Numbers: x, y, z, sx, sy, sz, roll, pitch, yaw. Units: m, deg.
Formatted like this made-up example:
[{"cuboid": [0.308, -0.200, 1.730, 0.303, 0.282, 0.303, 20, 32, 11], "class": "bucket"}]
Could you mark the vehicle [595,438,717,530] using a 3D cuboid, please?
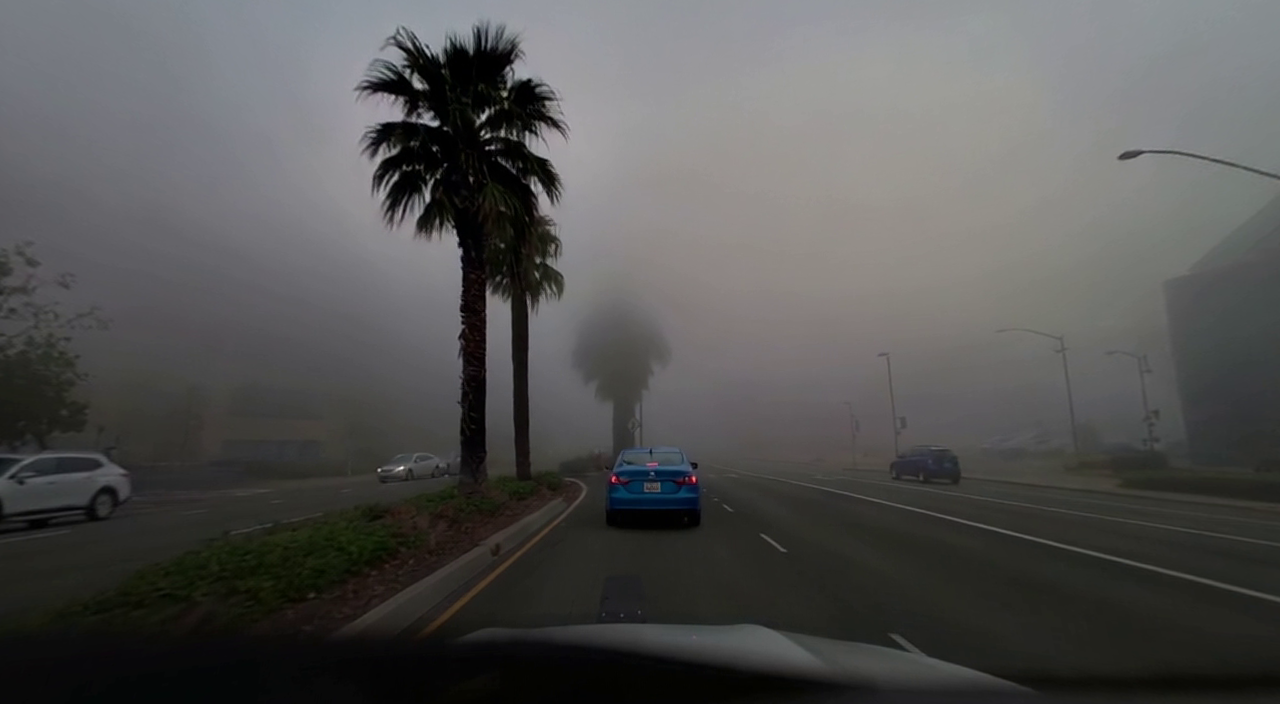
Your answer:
[{"cuboid": [0.234, 2.493, 12.521, 1.986, 1.473, 4.382, 0, -9, -1], "class": "vehicle"}]

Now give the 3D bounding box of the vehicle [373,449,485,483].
[{"cuboid": [-9.937, 5.346, 29.849, 4.585, 1.479, 2.088, -3, -9, 18], "class": "vehicle"}]

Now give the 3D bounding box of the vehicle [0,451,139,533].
[{"cuboid": [-13.726, 3.008, 13.874, 1.858, 1.604, 4.331, -1, -9, 0], "class": "vehicle"}]

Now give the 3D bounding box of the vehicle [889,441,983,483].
[{"cuboid": [13.914, 5.186, 30.131, 2.131, 1.832, 5.203, 0, -9, 2], "class": "vehicle"}]

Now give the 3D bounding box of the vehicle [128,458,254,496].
[{"cuboid": [-18.624, 5.143, 26.284, 4.071, 1.442, 1.948, -2, -9, 13], "class": "vehicle"}]
